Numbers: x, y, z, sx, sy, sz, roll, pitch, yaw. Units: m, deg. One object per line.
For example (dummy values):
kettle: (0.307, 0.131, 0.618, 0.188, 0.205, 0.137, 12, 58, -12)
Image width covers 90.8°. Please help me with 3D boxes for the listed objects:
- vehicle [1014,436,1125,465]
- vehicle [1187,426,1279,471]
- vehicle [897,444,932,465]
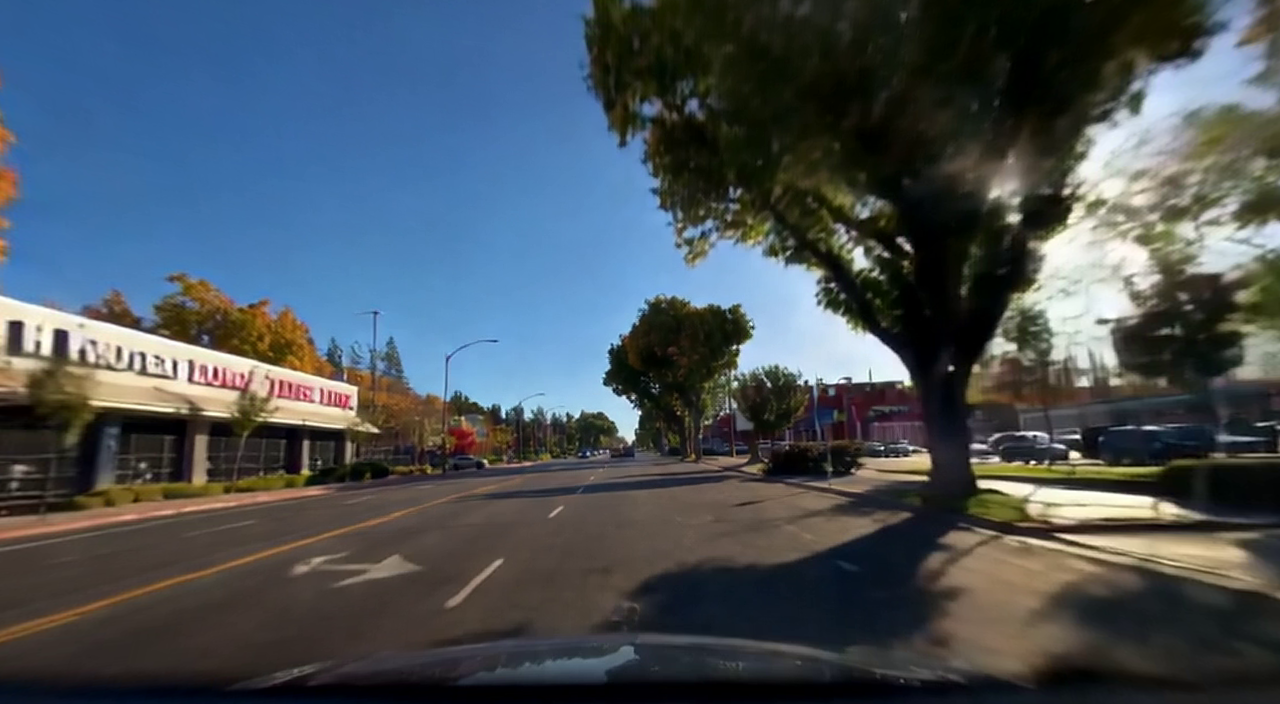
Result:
vehicle: (23.236, 5.329, 34.294, 4.579, 1.482, 1.911, 0, -8, 0)
vehicle: (23.395, 3.553, 23.344, 4.435, 1.548, 2.082, 0, -9, -3)
vehicle: (20.352, 7.551, 46.668, 1.901, 1.461, 4.482, -5, -10, 28)
